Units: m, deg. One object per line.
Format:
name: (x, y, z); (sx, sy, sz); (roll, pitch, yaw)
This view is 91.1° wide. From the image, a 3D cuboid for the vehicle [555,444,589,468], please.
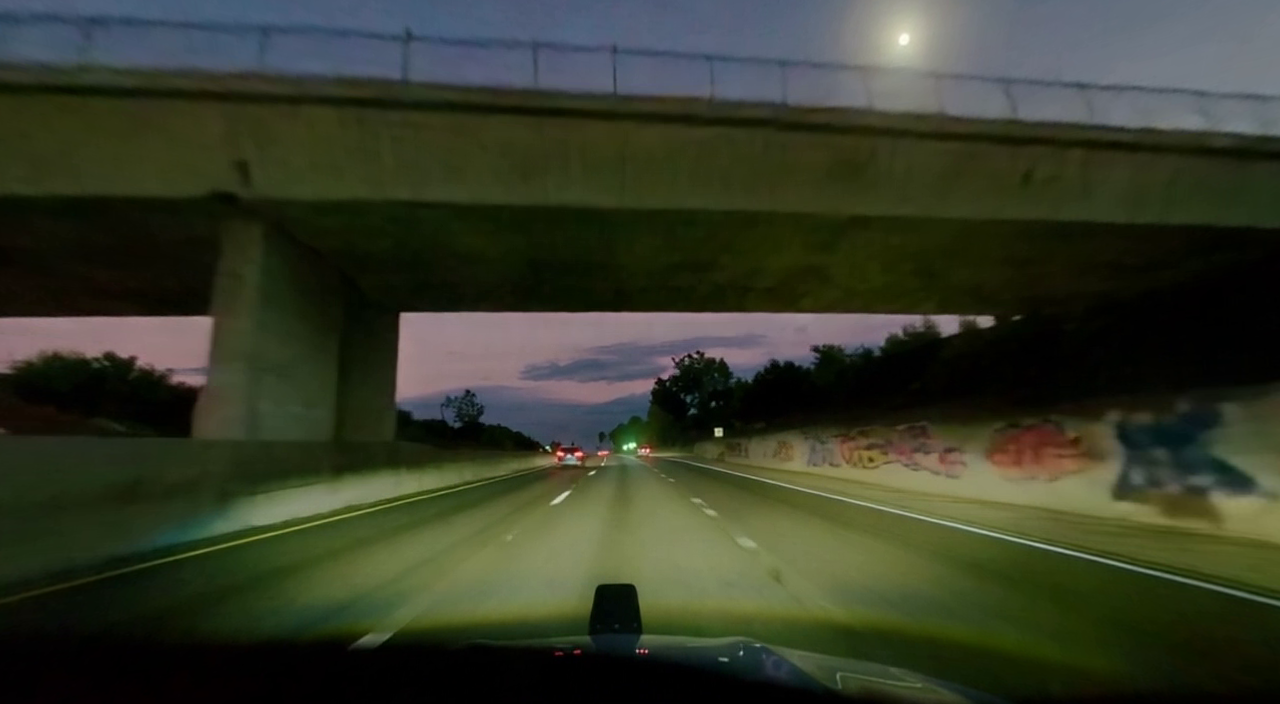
vehicle: (-4.331, 6.711, 40.563); (1.871, 1.459, 3.771); (0, -9, -1)
